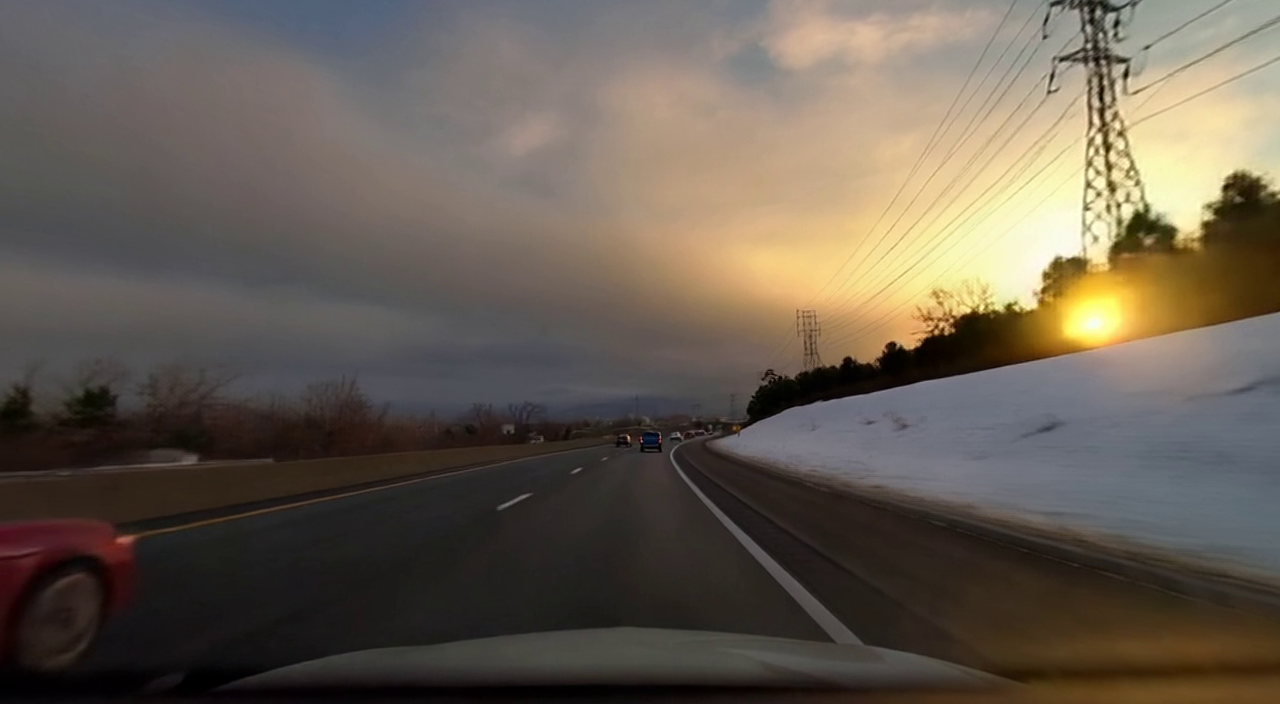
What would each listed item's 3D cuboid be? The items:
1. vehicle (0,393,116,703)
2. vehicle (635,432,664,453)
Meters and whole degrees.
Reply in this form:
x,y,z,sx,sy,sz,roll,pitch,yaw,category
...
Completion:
x,y,z,sx,sy,sz,roll,pitch,yaw,category
-3.982,0.746,1.380,2.030,1.522,4.250,0,-8,-1,vehicle
0.742,6.829,47.740,2.077,1.523,4.206,0,-8,2,vehicle
